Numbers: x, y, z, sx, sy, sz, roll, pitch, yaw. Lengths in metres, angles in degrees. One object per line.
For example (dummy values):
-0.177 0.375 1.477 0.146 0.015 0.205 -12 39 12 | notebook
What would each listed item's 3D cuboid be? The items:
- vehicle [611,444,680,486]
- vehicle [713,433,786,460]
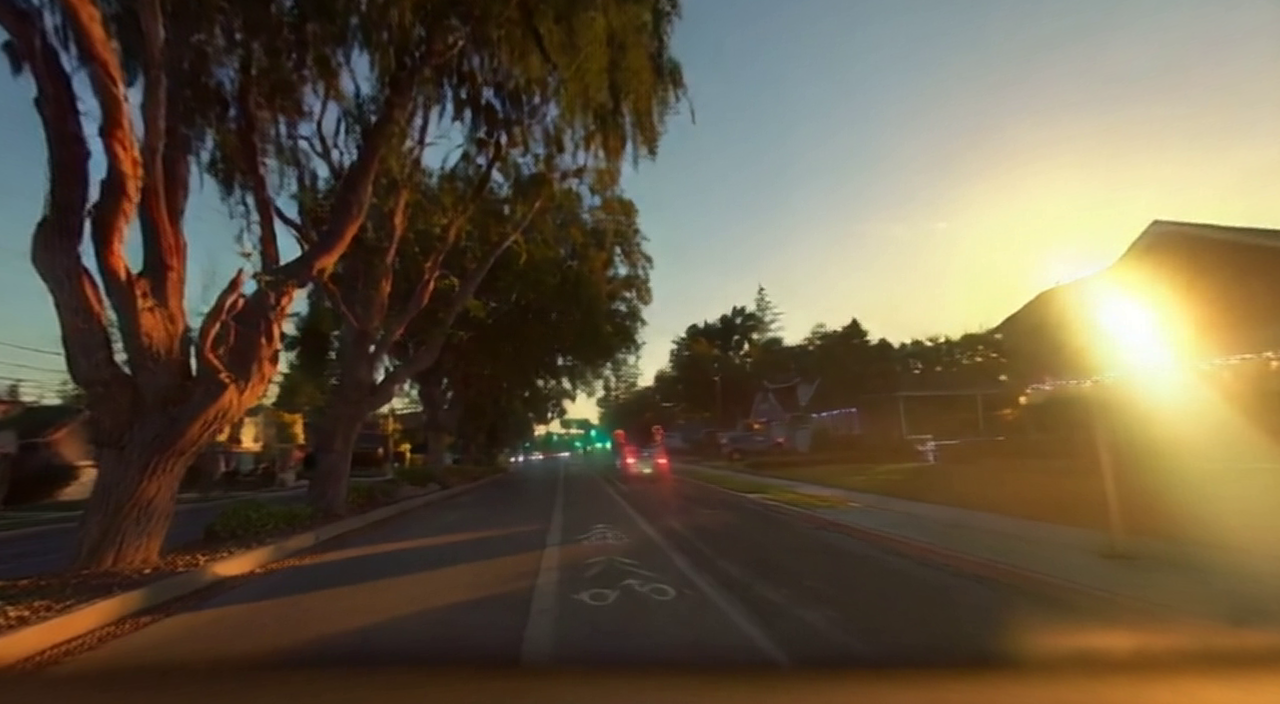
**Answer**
0.125 4.492 25.528 1.979 1.524 4.578 1 -8 -10 | vehicle
6.396 5.532 37.025 3.827 1.512 1.855 1 -8 -8 | vehicle
